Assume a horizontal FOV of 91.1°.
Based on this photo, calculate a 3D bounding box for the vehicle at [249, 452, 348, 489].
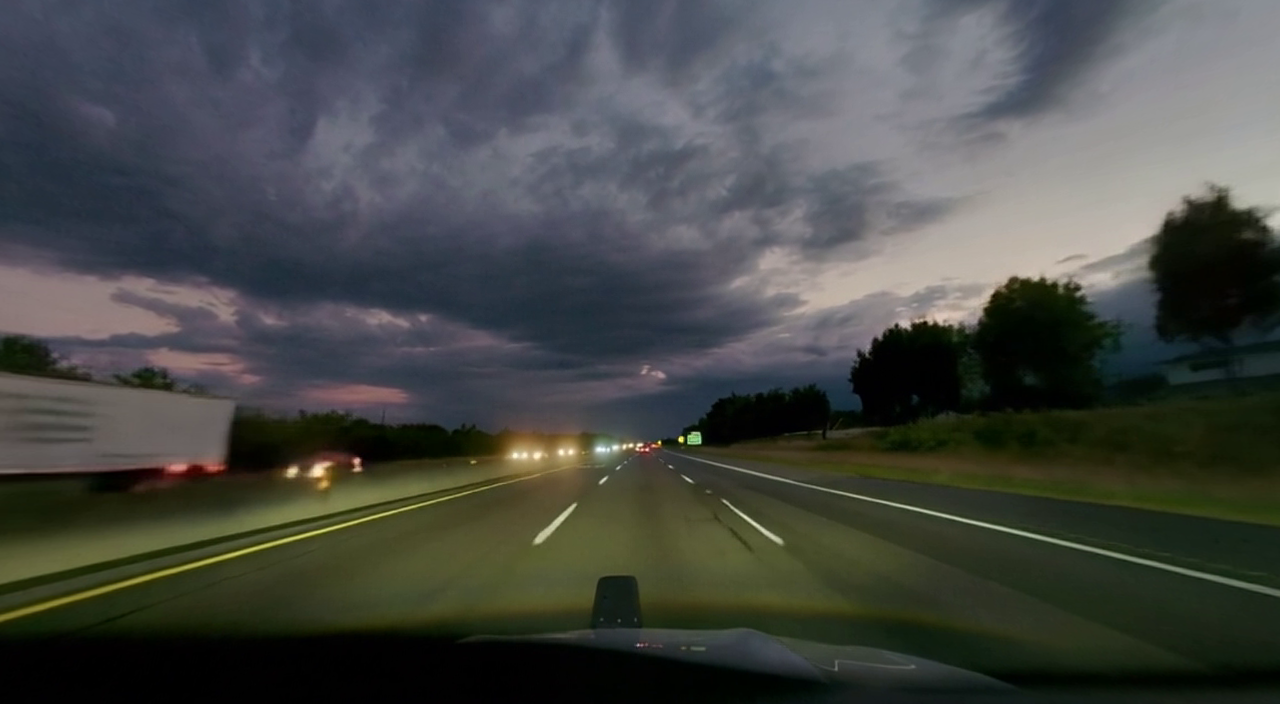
[{"bbox_3d":[-15.708,5.456,29.266,1.990,1.511,4.672,-1,-9,0],"label":"vehicle"}]

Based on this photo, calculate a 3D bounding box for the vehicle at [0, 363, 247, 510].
[{"bbox_3d":[-19.274,2.954,21.360,2.872,4.066,13.769,-1,-9,0],"label":"vehicle"}]
